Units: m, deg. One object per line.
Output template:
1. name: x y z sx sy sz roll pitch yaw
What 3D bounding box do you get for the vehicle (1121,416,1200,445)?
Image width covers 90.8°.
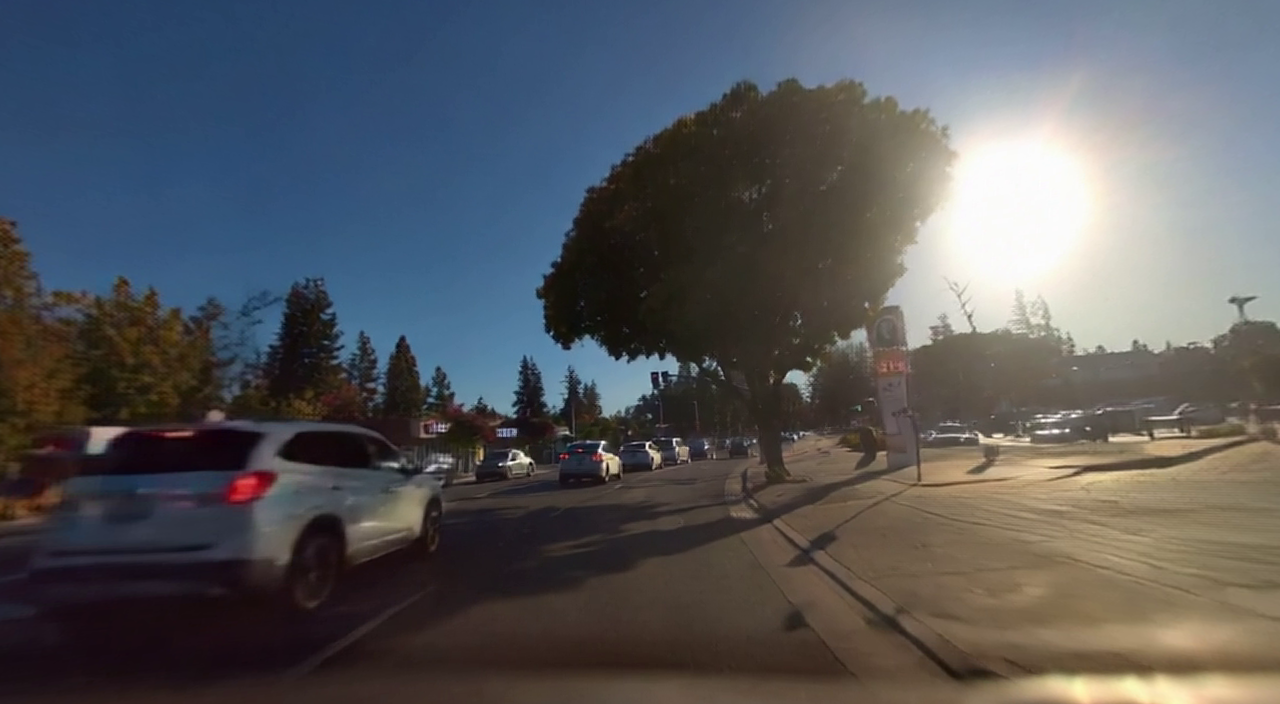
1. vehicle: 27.743 4.245 33.672 4.106 1.450 1.901 5 -10 -32

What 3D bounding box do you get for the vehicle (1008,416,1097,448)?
1. vehicle: 24.569 4.814 37.606 4.982 1.789 2.303 5 -10 -30

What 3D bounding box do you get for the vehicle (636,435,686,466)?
1. vehicle: 1.384 6.214 39.946 2.167 1.832 4.679 -2 -9 15

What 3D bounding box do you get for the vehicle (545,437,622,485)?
1. vehicle: -2.094 4.221 24.779 2.002 1.664 4.113 -2 -9 10

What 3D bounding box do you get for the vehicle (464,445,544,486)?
1. vehicle: -5.575 4.683 26.500 1.974 1.558 3.949 -1 -9 8

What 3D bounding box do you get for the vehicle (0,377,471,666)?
1. vehicle: -3.559 1.446 6.462 2.168 1.783 4.695 -3 -9 3
